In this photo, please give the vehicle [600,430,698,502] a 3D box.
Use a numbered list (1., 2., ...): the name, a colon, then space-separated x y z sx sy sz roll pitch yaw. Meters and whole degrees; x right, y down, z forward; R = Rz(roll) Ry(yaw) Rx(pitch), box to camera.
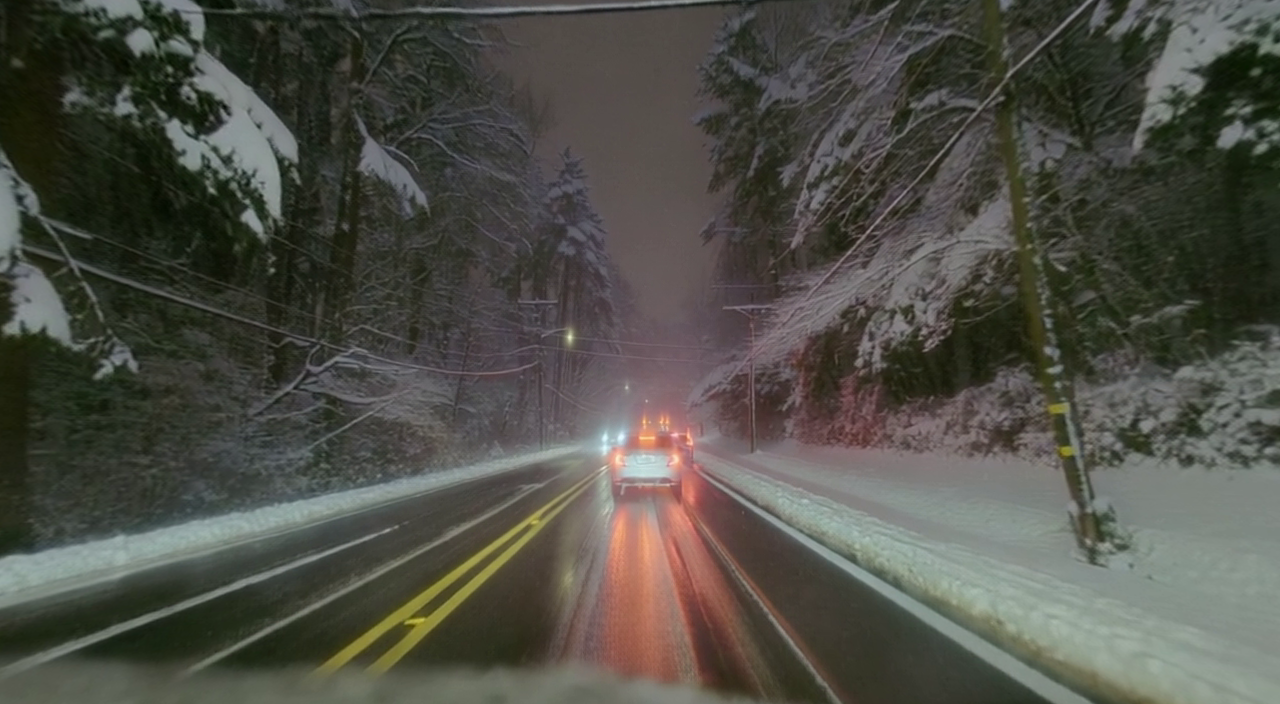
1. vehicle: 0.169 2.705 15.295 2.081 1.503 3.726 0 -8 -1
